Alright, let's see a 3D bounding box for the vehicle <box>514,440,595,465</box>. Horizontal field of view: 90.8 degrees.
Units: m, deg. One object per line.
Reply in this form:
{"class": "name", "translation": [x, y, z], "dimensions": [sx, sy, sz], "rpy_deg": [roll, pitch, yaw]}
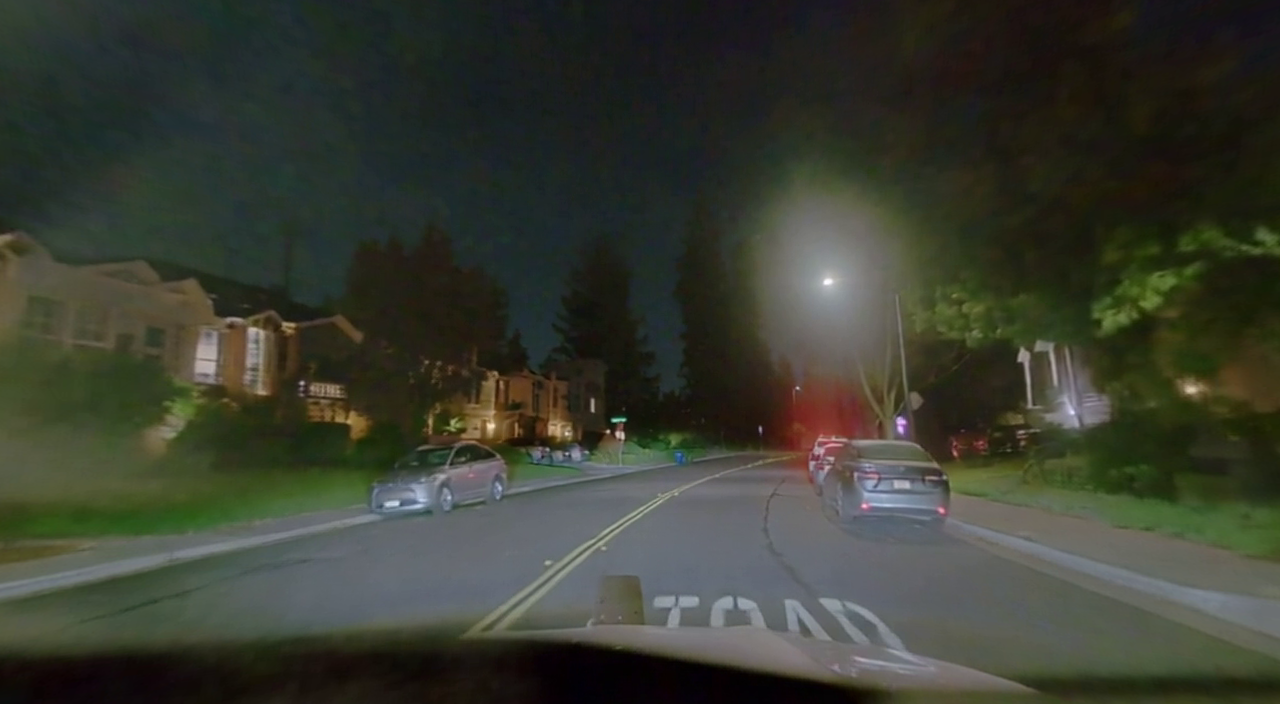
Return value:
{"class": "vehicle", "translation": [-5.261, 6.198, 39.027], "dimensions": [4.455, 1.419, 2.017], "rpy_deg": [-3, -9, 17]}

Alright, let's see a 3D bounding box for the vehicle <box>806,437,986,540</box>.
{"class": "vehicle", "translation": [4.416, 2.385, 11.848], "dimensions": [2.045, 1.478, 4.914], "rpy_deg": [-2, -9, 9]}

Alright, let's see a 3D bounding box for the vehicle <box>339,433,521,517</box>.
{"class": "vehicle", "translation": [-4.831, 2.903, 15.505], "dimensions": [2.030, 1.696, 4.828], "rpy_deg": [-2, -9, 12]}
